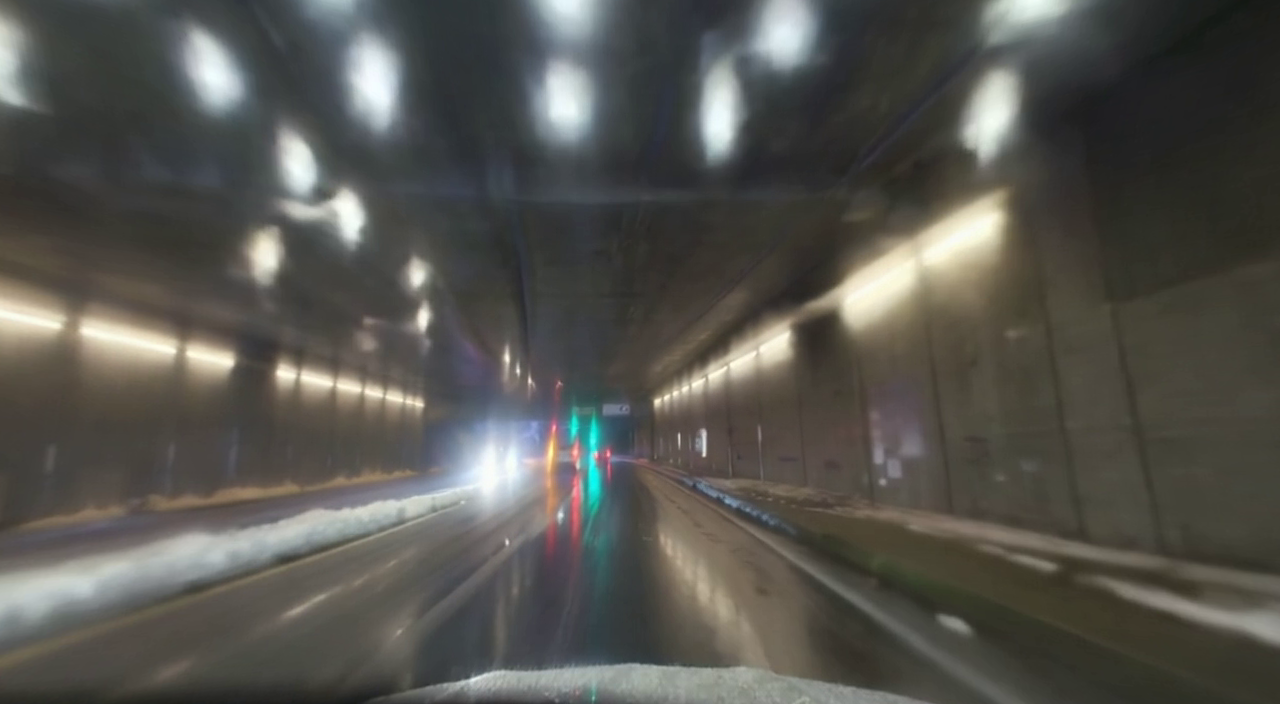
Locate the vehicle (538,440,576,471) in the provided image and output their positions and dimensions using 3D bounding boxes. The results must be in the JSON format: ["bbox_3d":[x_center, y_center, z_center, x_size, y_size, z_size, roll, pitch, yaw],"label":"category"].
[{"bbox_3d":[-4.883,6.147,37.709,1.961,1.725,4.315,1,-9,-4],"label":"vehicle"}]
